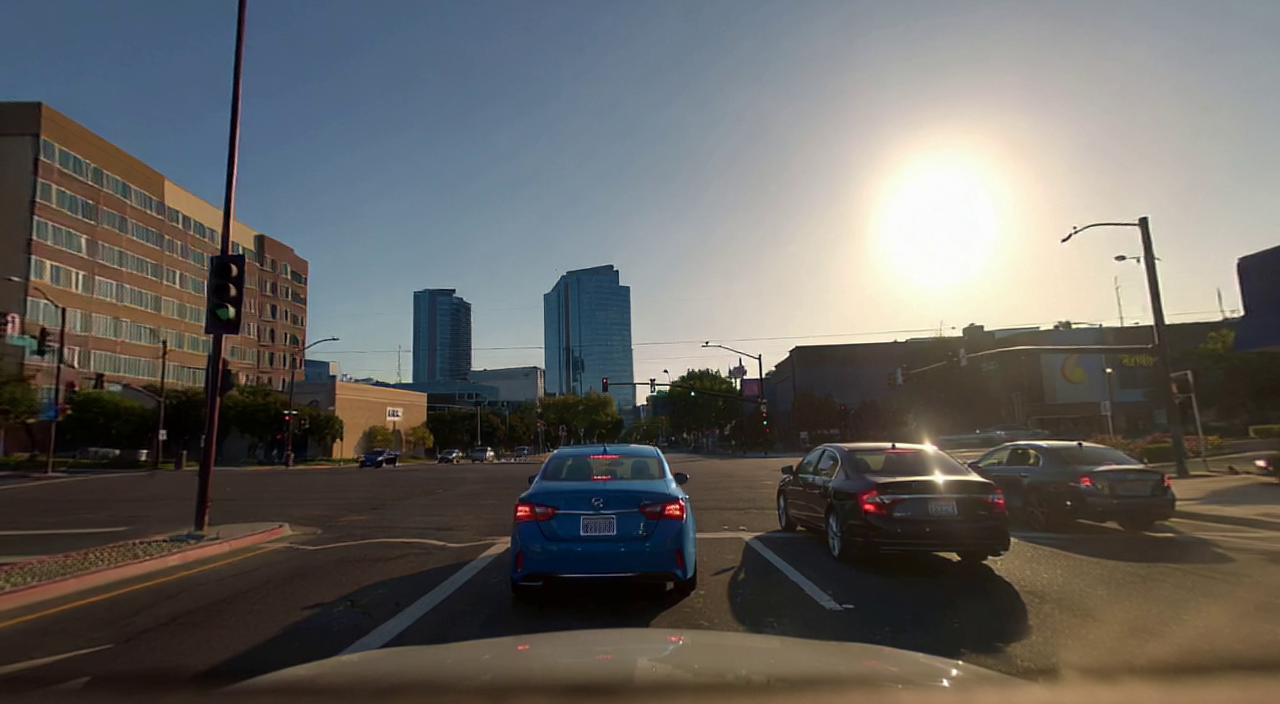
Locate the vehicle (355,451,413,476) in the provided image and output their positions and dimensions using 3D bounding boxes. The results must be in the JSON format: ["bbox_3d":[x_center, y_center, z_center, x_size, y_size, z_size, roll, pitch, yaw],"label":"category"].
[{"bbox_3d":[-16.900,7.362,41.910,2.048,1.463,4.530,0,-8,-1],"label":"vehicle"}]

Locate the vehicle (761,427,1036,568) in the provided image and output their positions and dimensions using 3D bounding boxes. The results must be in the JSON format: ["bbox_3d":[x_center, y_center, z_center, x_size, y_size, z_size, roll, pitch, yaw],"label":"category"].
[{"bbox_3d":[3.218,1.889,8.973,2.042,1.508,4.109,0,-8,-2],"label":"vehicle"}]

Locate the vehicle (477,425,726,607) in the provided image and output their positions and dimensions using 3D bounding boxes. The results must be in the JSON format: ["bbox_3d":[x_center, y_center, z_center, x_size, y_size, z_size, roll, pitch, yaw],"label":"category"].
[{"bbox_3d":[-0.365,1.655,7.291,2.059,1.477,3.988,0,-8,-1],"label":"vehicle"}]

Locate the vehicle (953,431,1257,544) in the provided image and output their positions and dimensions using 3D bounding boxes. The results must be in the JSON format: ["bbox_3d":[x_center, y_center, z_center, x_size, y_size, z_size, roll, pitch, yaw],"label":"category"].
[{"bbox_3d":[7.448,2.166,10.790,1.908,1.517,4.182,0,-8,-1],"label":"vehicle"}]

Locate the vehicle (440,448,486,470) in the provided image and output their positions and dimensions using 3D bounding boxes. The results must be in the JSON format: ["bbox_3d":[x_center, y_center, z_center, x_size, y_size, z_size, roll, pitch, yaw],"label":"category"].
[{"bbox_3d":[-13.054,7.903,46.734,2.049,1.483,4.407,0,-8,0],"label":"vehicle"}]
